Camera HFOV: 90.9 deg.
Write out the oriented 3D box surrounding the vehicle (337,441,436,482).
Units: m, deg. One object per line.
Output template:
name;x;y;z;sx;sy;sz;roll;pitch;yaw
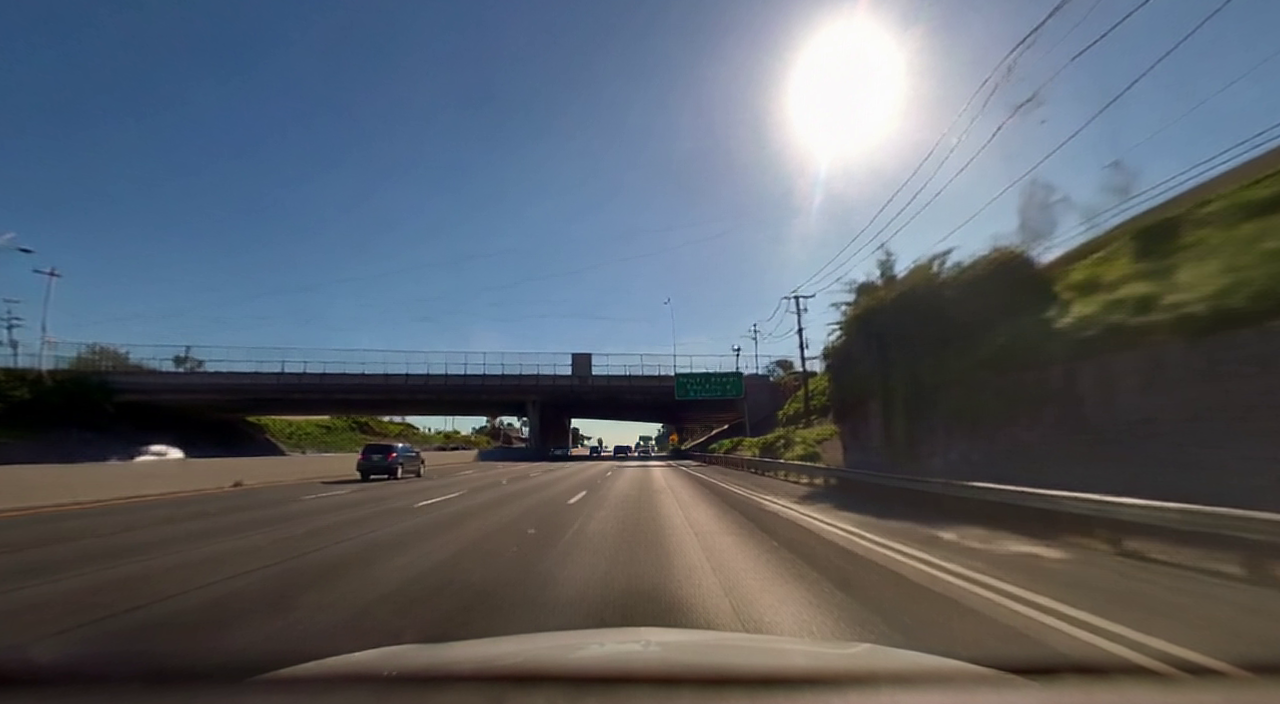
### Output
vehicle;-10.094;4.368;25.546;2.056;1.476;4.562;0;-8;1
